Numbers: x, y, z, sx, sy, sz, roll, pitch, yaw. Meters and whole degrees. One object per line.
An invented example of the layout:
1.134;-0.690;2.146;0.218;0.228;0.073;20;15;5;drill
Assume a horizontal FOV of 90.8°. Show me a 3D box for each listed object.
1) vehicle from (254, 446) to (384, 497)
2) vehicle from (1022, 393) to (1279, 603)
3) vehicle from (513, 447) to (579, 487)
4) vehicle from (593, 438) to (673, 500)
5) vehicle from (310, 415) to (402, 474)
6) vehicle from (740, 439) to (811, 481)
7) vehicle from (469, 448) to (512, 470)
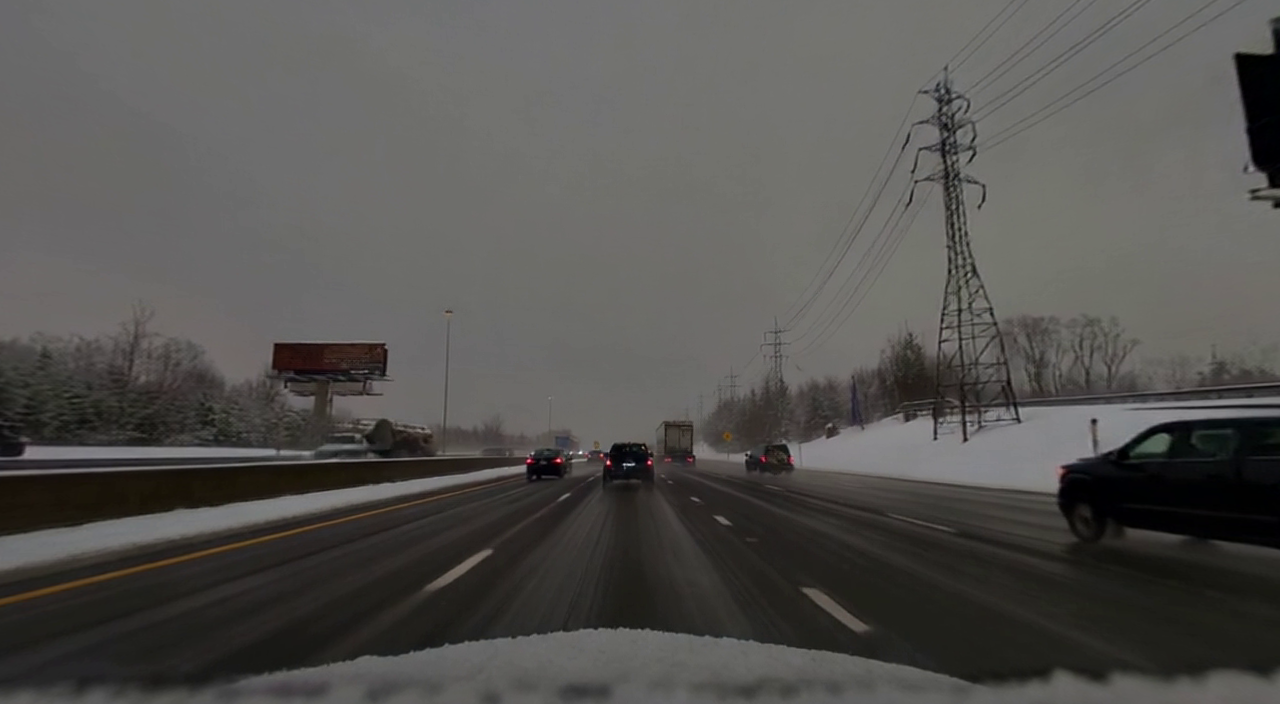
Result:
-10.553;3.933;21.214;2.008;1.500;4.376;0;-9;0;vehicle
6.755;1.464;6.669;2.086;1.862;5.232;0;-9;-1;vehicle
-3.808;4.748;26.509;2.025;1.498;4.675;0;-9;1;vehicle
-0.212;3.533;19.450;2.191;1.685;4.015;0;-9;-1;vehicle
-20.626;6.848;46.551;3.012;3.940;8.053;0;-9;-1;vehicle
6.822;5.517;32.563;2.302;1.973;5.502;0;-9;-1;vehicle
-10.965;7.870;46.791;1.857;1.524;5.060;0;-9;1;vehicle
